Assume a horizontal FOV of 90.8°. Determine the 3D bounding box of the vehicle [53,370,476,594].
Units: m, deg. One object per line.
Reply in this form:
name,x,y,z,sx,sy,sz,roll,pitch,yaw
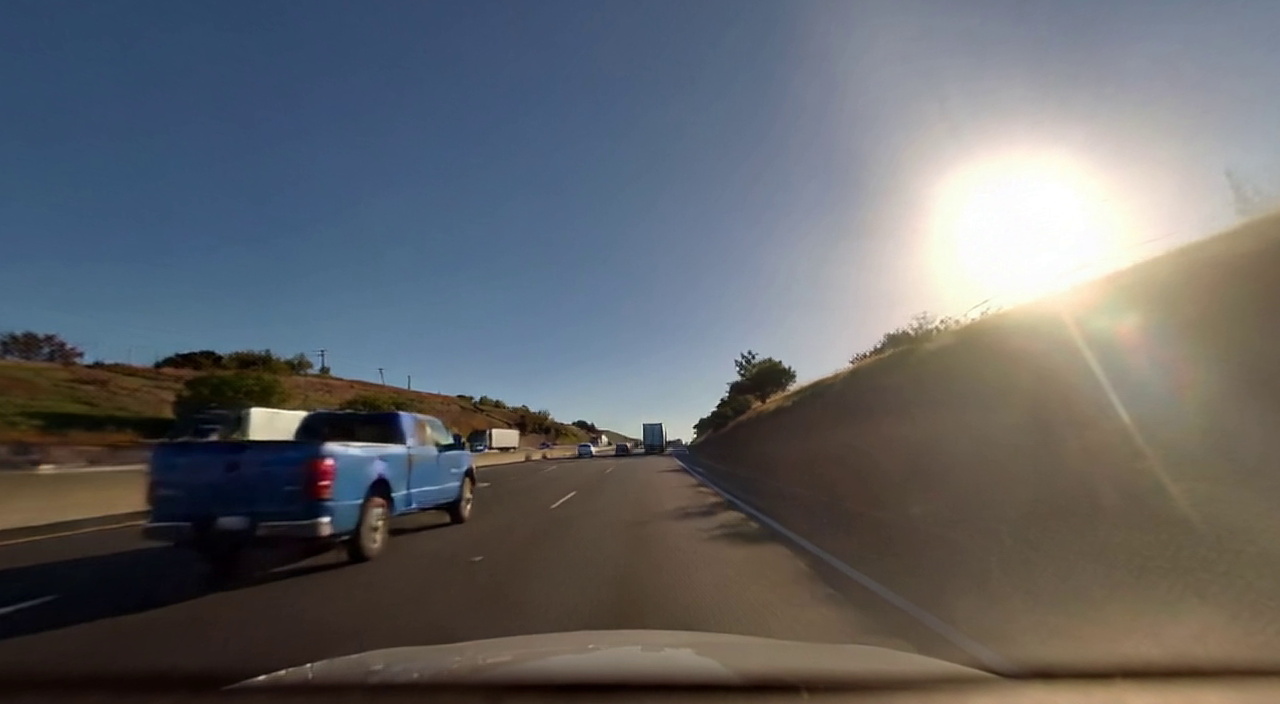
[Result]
vehicle,-3.959,1.526,8.186,2.216,1.949,5.237,0,-9,0
